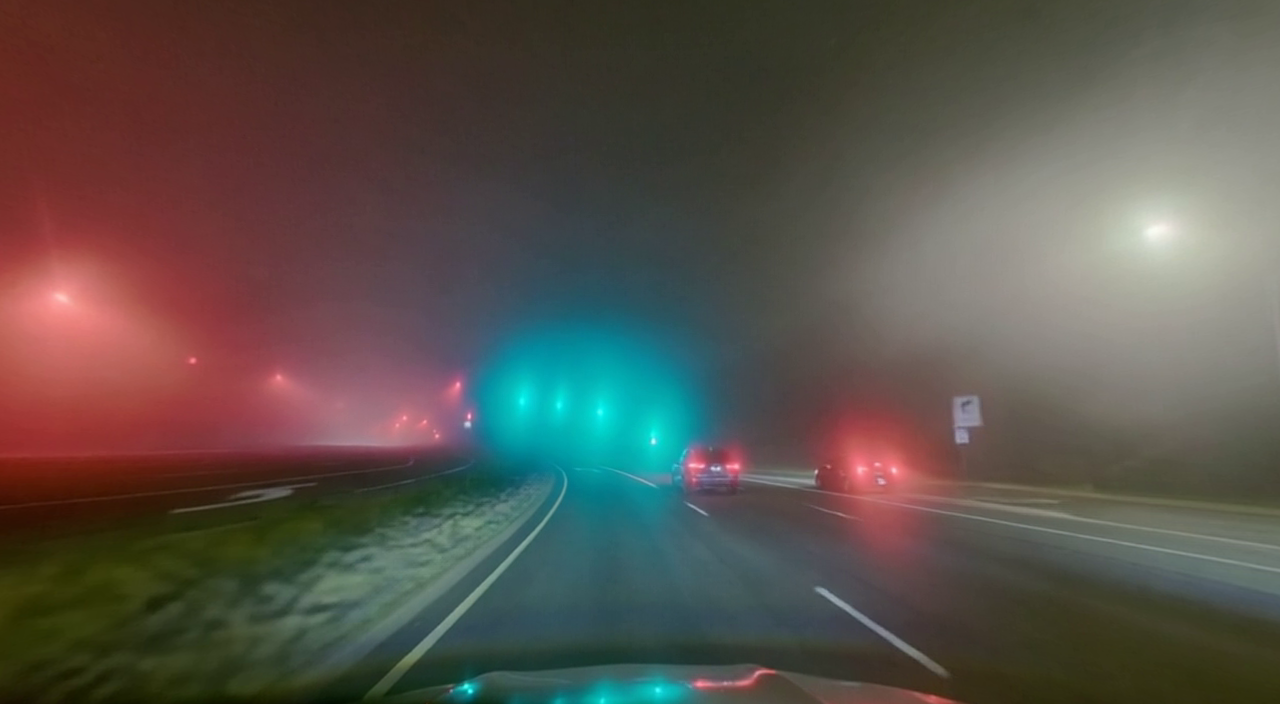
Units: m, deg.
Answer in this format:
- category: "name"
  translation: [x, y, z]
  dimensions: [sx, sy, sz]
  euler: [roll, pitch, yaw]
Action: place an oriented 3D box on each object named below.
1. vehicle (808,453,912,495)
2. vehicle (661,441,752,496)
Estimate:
- category: "vehicle"
  translation: [8.494, 4.732, 24.937]
  dimensions: [1.940, 1.460, 4.652]
  euler: [1, -9, -7]
- category: "vehicle"
  translation: [2.092, 3.856, 21.356]
  dimensions: [2.122, 1.646, 4.525]
  euler: [1, -9, -6]
